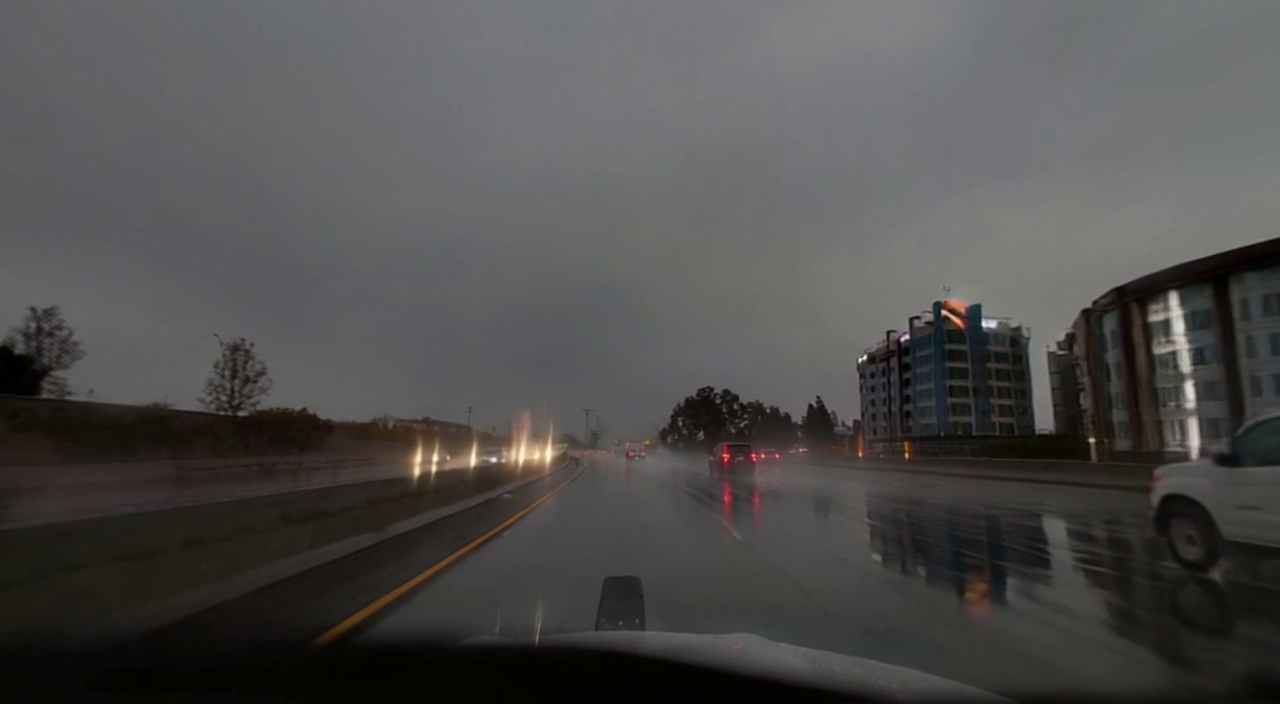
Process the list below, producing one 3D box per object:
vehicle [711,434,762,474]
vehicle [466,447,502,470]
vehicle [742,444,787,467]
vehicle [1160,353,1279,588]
[{"bbox_3d":[5.665,6.070,37.749,2.043,2.154,4.731,0,-9,-3],"label":"vehicle"},{"bbox_3d":[-11.227,7.684,45.731,1.799,1.433,4.661,-1,-7,-4],"label":"vehicle"},{"bbox_3d":[8.845,7.367,45.251,1.981,1.508,4.768,0,-9,-4],"label":"vehicle"},{"bbox_3d":[6.475,0.782,3.920,2.181,1.952,4.973,0,-9,0],"label":"vehicle"}]
